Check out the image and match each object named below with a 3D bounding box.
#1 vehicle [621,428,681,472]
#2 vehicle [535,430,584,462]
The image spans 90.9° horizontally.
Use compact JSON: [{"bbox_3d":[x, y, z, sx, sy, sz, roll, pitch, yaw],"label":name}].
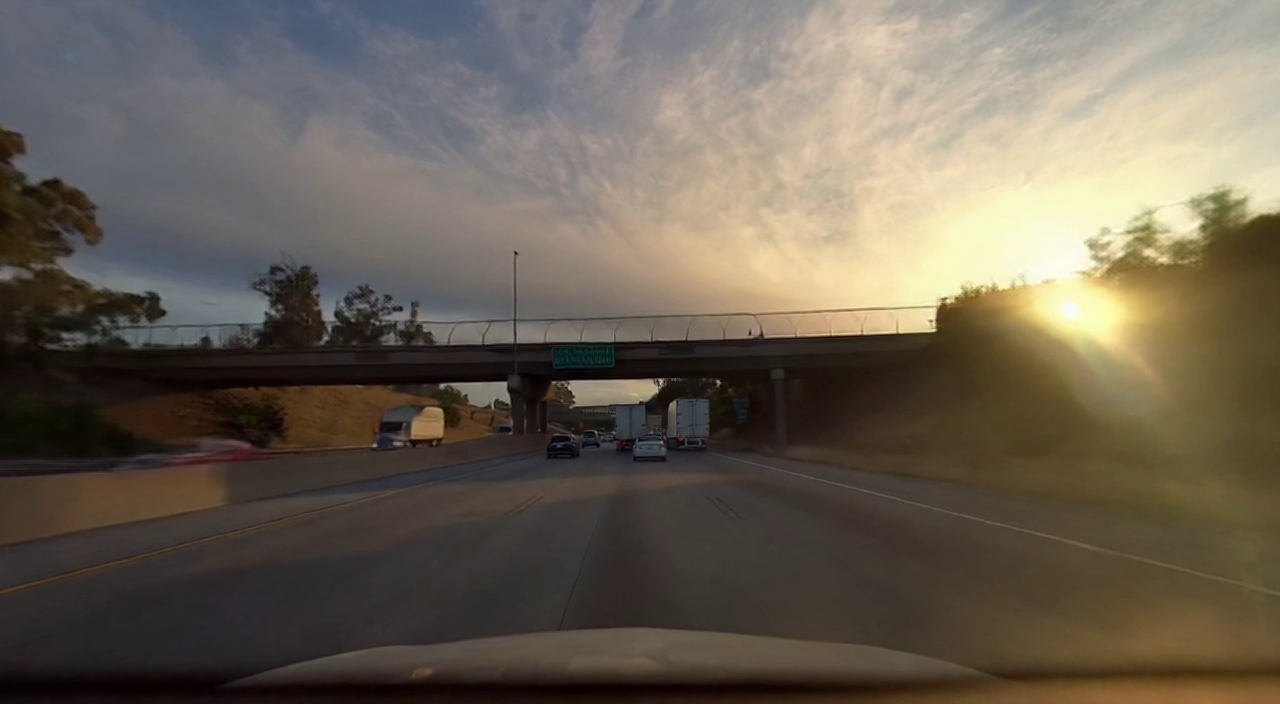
[{"bbox_3d":[0.328,3.629,23.578,2.059,1.522,3.693,0,-8,-2],"label":"vehicle"},{"bbox_3d":[-4.040,4.811,32.477,1.979,1.527,4.754,0,-8,-1],"label":"vehicle"}]
